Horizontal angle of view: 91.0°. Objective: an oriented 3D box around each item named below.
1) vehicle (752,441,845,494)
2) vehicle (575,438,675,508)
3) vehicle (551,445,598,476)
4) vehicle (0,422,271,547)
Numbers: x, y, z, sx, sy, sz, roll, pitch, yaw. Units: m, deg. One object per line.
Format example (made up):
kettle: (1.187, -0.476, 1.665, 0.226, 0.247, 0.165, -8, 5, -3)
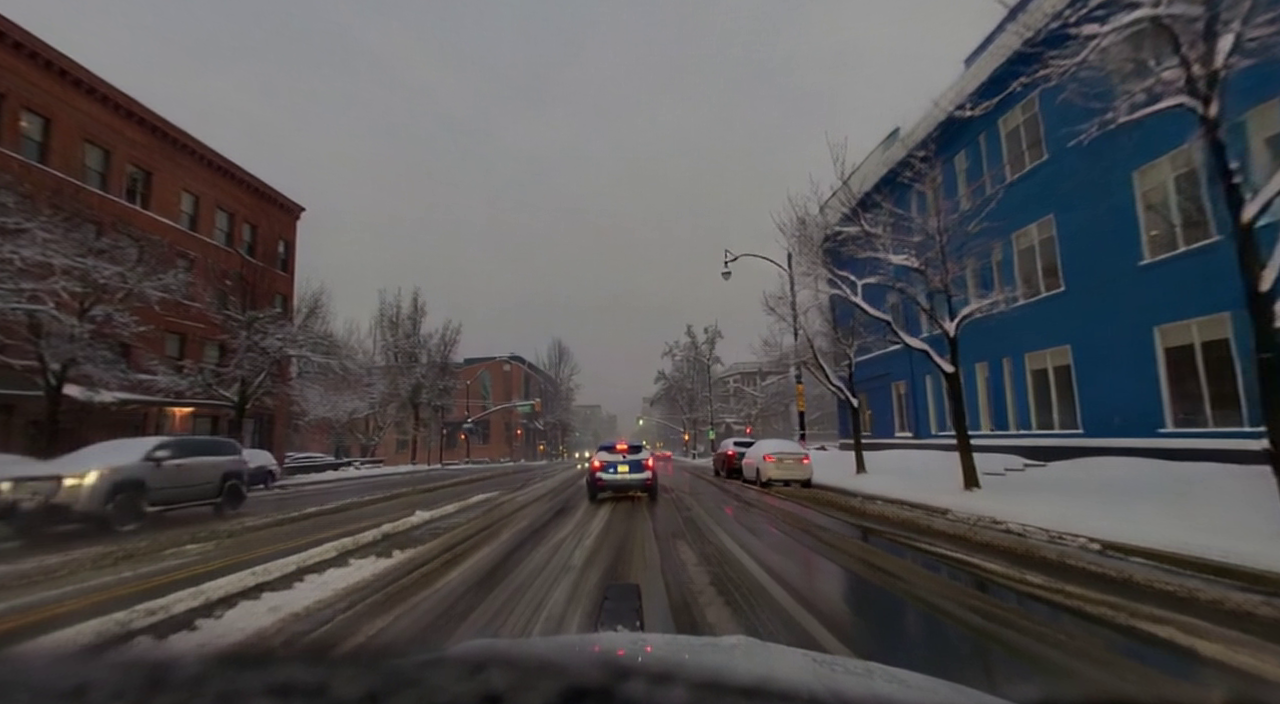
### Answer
vehicle: (4.960, 3.658, 20.305, 1.832, 1.491, 4.054, 1, -9, -1)
vehicle: (-0.343, 3.024, 16.177, 2.230, 1.518, 4.113, 0, -9, 0)
vehicle: (-3.483, 5.868, 34.253, 1.972, 1.560, 4.066, 0, -9, 2)
vehicle: (-9.645, 2.399, 12.115, 2.152, 1.890, 4.804, 0, -9, 0)
